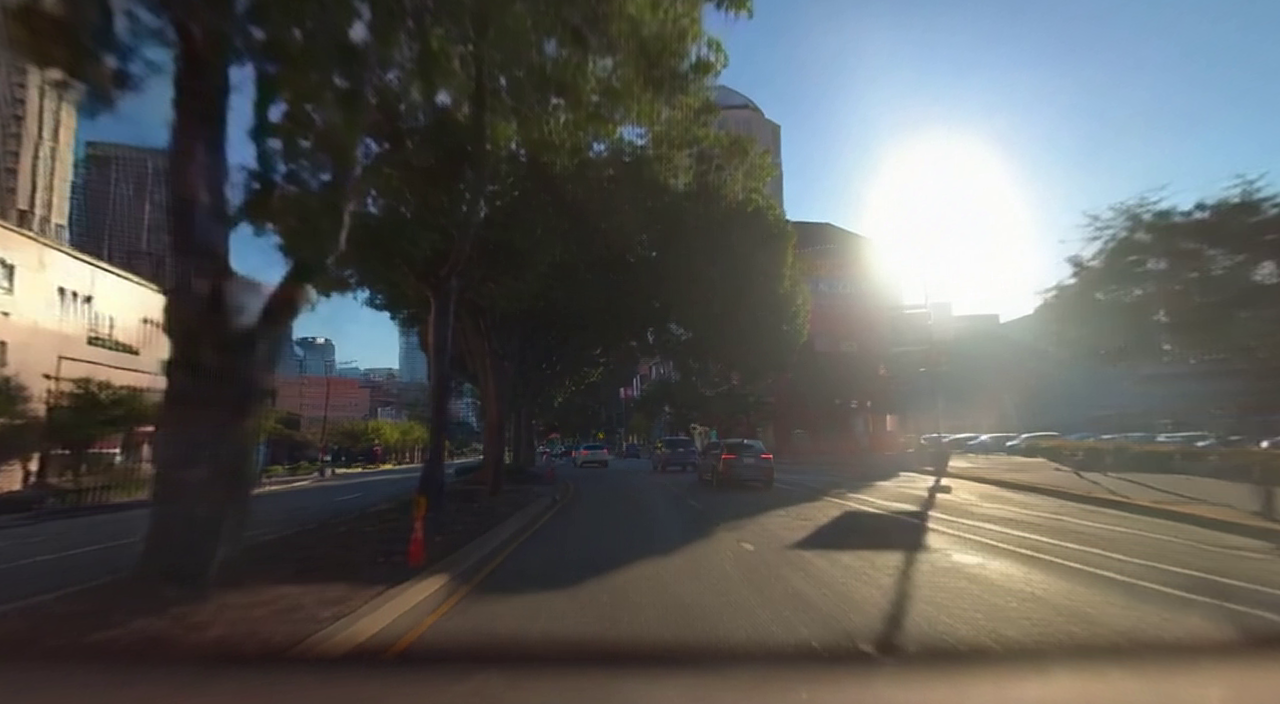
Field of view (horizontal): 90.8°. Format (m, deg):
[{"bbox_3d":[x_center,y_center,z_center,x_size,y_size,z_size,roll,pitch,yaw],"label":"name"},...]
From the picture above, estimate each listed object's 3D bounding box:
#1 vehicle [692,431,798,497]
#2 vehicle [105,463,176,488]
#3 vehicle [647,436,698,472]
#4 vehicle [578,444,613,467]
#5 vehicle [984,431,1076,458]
[{"bbox_3d":[2.771,3.056,17.626,1.966,1.596,3.980,1,-9,-5],"label":"vehicle"},{"bbox_3d":[-32.248,7.942,40.914,1.600,1.375,4.319,0,-9,-9],"label":"vehicle"},{"bbox_3d":[1.631,5.367,33.369,2.046,1.768,4.370,1,-9,-6],"label":"vehicle"},{"bbox_3d":[-3.132,7.111,43.628,2.068,1.512,3.987,1,-9,-9],"label":"vehicle"},{"bbox_3d":[26.471,6.287,42.987,4.736,1.755,2.221,0,-8,-3],"label":"vehicle"}]
